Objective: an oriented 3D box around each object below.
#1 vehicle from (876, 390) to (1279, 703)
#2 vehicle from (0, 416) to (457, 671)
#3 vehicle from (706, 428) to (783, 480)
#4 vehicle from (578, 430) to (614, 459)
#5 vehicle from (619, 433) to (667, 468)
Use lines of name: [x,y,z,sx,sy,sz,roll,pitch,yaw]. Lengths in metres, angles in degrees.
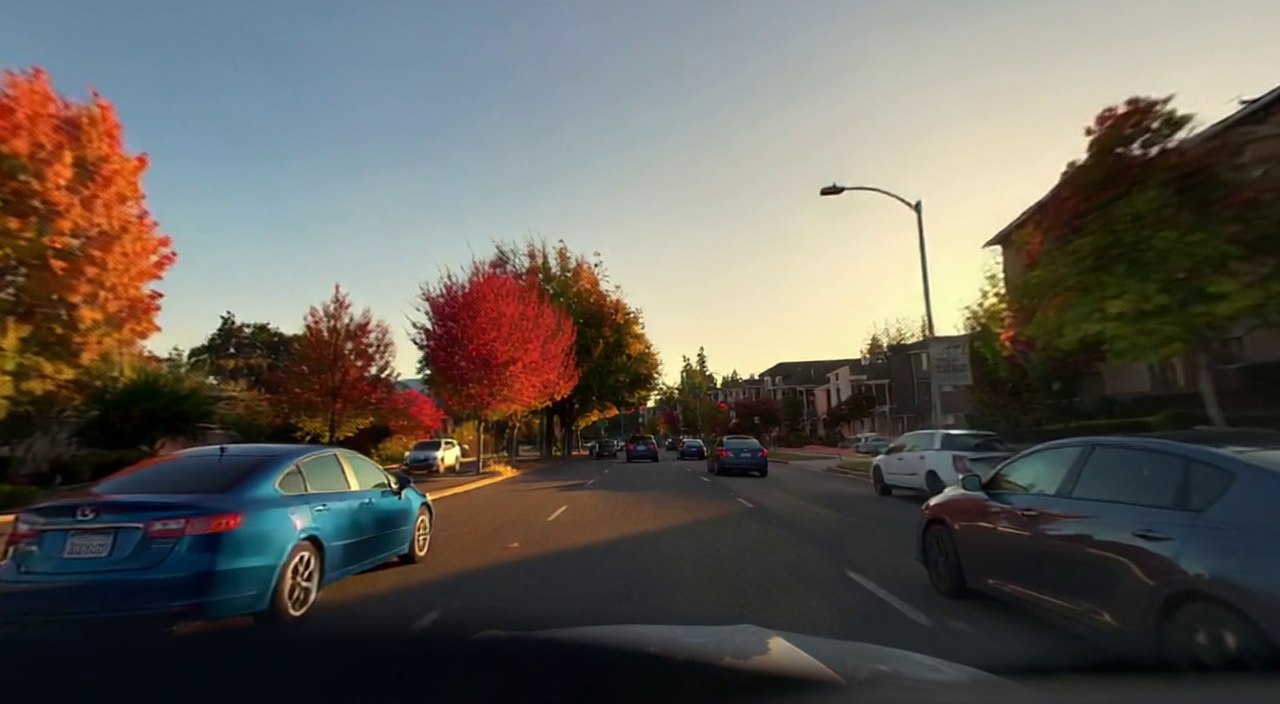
vehicle: [3.359,1.120,3.908,2.060,1.474,4.475,0,-8,0]
vehicle: [-3.496,1.461,6.039,1.997,1.479,4.547,0,-8,1]
vehicle: [3.648,3.667,22.773,2.019,1.675,4.488,0,-8,0]
vehicle: [-3.310,7.110,48.154,2.246,2.062,5.123,0,-8,2]
vehicle: [0.133,5.025,32.311,2.293,1.662,4.262,0,-8,0]
